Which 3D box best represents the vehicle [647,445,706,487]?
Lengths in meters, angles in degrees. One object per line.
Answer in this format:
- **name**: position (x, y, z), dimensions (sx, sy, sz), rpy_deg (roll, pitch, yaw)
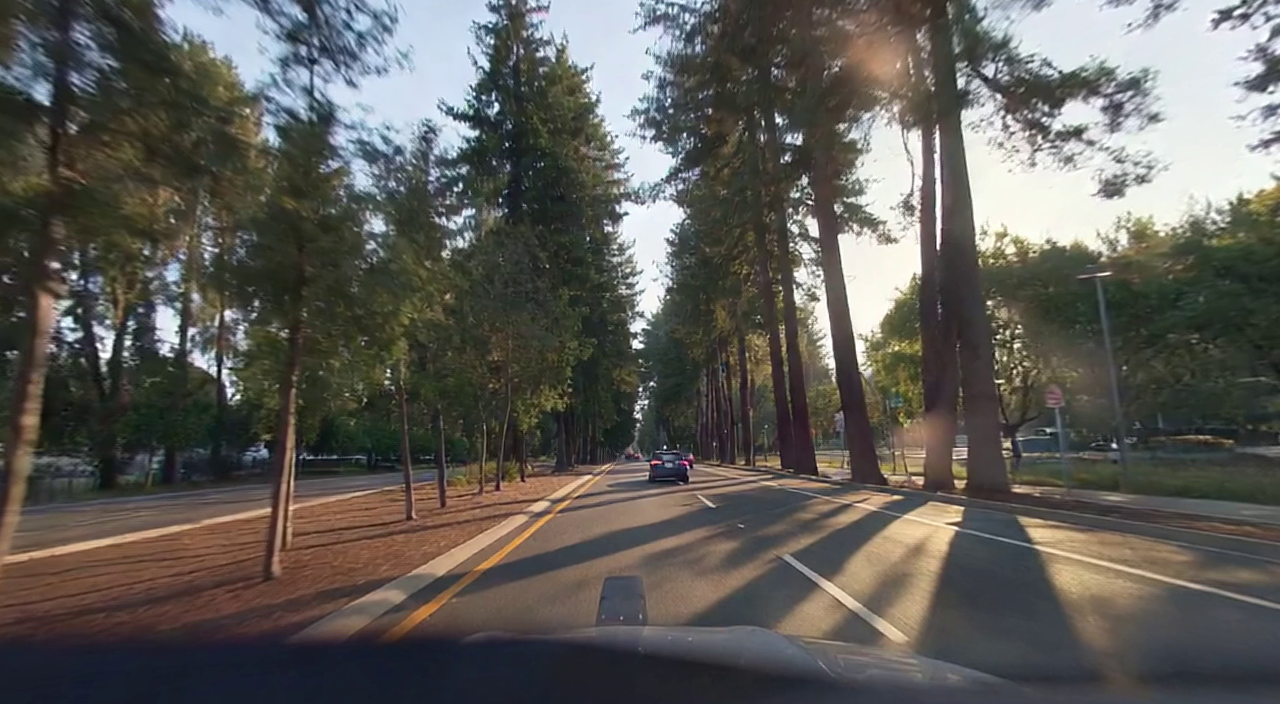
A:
- **vehicle**: position (1.432, 4.765, 26.836), dimensions (2.048, 1.584, 4.393), rpy_deg (0, -8, -3)
